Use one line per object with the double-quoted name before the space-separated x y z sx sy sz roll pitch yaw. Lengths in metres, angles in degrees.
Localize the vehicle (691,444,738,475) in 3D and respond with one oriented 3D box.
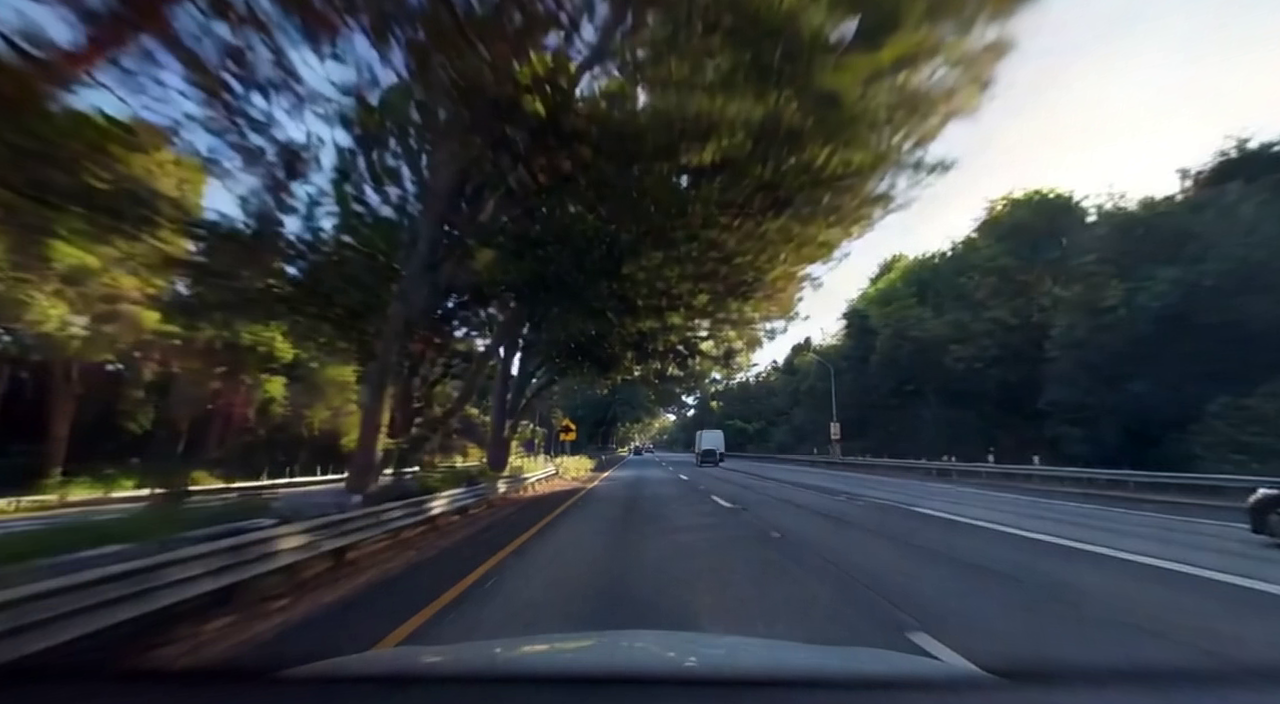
"vehicle" 4.155 6.097 35.855 2.058 1.605 4.116 0 -9 -2
